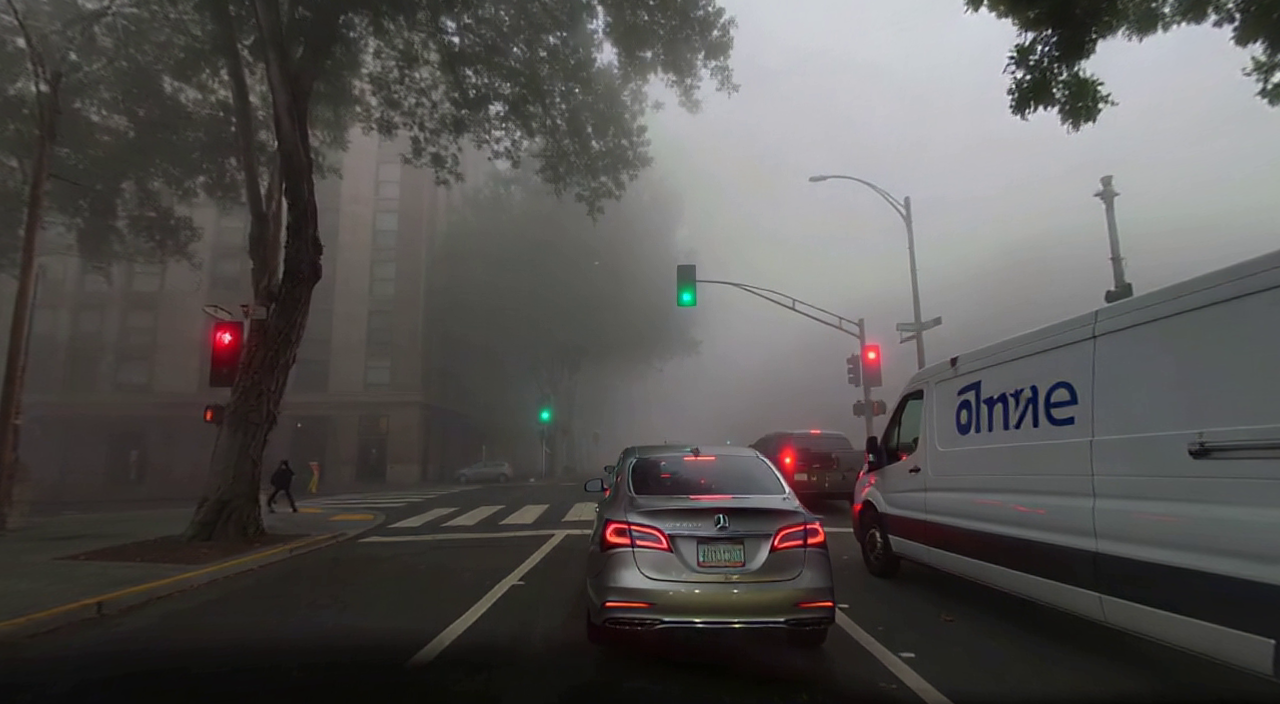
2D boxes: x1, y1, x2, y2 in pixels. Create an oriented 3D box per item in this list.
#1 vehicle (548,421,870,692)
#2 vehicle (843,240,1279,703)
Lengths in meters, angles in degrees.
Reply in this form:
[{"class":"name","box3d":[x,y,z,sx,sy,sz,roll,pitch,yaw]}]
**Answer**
[{"class":"vehicle","box3d":[0.384,1.590,5.744,1.961,1.629,3.610,1,-10,-1]},{"class":"vehicle","box3d":[2.851,0.885,2.882,2.054,1.965,5.248,1,-11,0]}]
